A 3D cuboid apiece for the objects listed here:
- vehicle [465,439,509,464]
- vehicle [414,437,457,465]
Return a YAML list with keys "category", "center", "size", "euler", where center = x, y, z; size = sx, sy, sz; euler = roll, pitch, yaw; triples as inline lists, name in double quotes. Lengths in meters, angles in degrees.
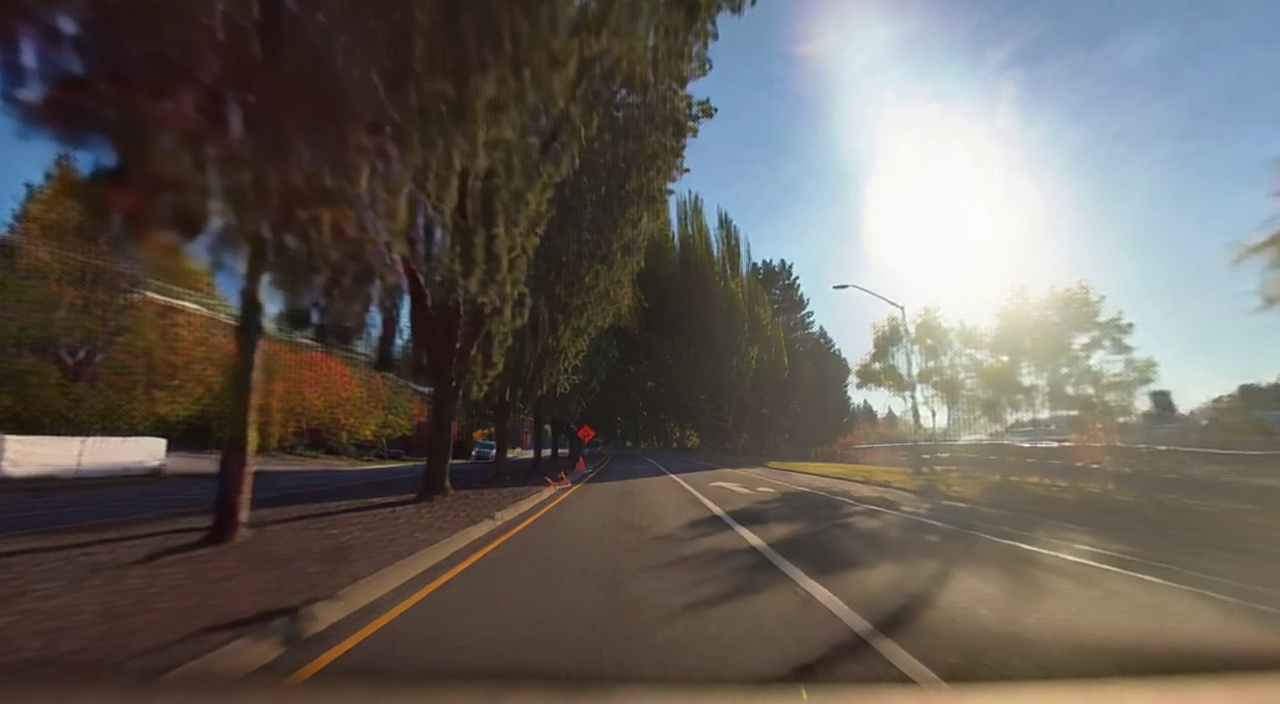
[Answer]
- category: "vehicle"
  center: [-11.554, 7.569, 48.010]
  size: [2.236, 1.758, 4.564]
  euler: [0, -9, -1]
- category: "vehicle"
  center: [-15.712, 7.594, 48.620]
  size: [2.340, 2.062, 3.192]
  euler: [0, -9, -3]
